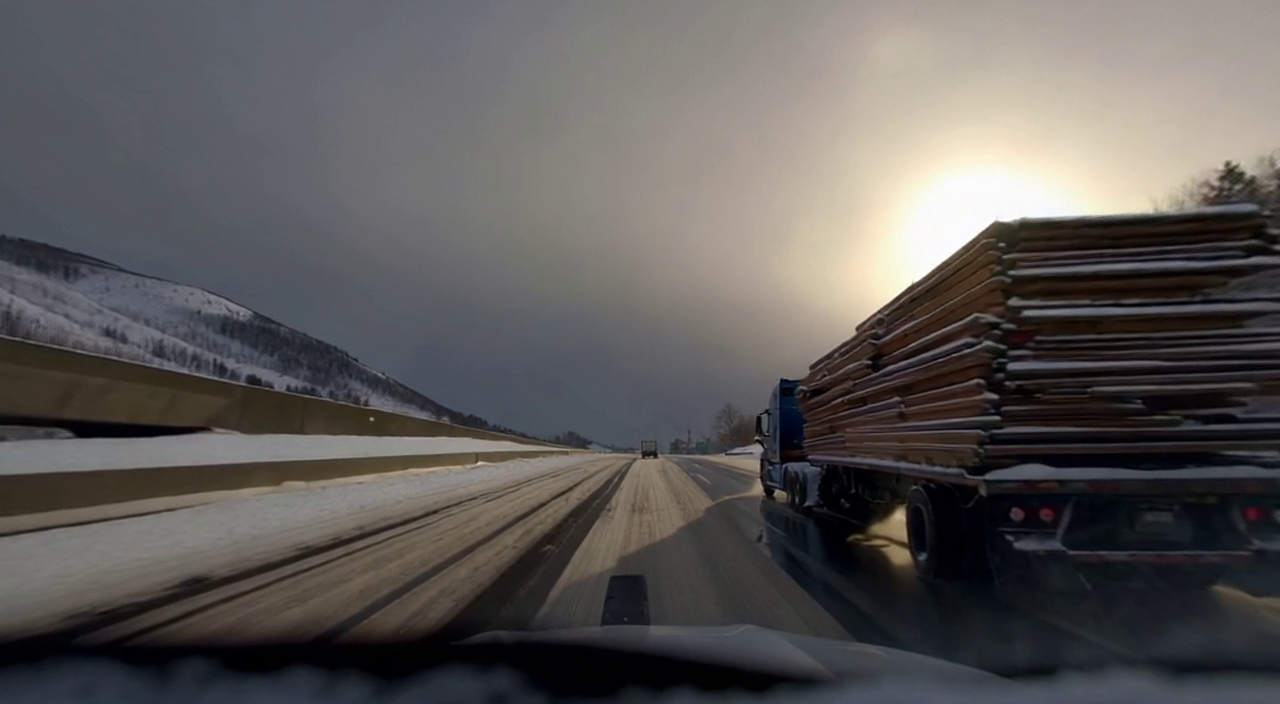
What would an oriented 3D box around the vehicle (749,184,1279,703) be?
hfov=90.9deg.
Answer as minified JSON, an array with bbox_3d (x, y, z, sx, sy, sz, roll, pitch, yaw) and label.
[{"bbox_3d":[4.127,1.274,8.997,3.326,3.089,10.642,0,-9,1],"label":"vehicle"}]
